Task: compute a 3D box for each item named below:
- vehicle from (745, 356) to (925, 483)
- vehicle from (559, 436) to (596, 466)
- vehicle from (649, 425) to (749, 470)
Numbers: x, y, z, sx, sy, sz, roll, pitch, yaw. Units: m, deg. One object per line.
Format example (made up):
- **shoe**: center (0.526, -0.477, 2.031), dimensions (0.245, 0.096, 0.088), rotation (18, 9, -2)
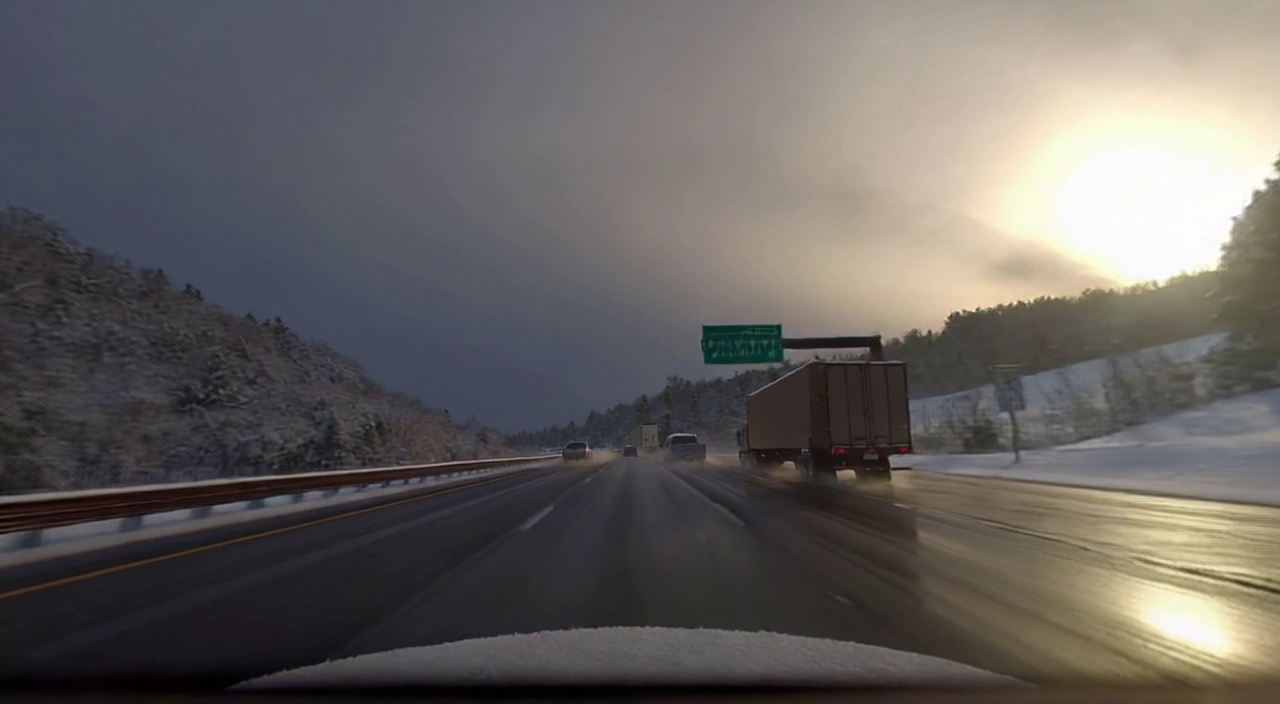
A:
- **vehicle**: center (7.762, 3.414, 29.027), dimensions (2.935, 4.187, 16.357), rotation (0, -8, -1)
- **vehicle**: center (-4.346, 6.992, 44.794), dimensions (2.193, 1.977, 4.759), rotation (0, -8, 0)
- **vehicle**: center (3.089, 5.156, 34.094), dimensions (5.075, 2.277, 2.365), rotation (0, -8, -3)
